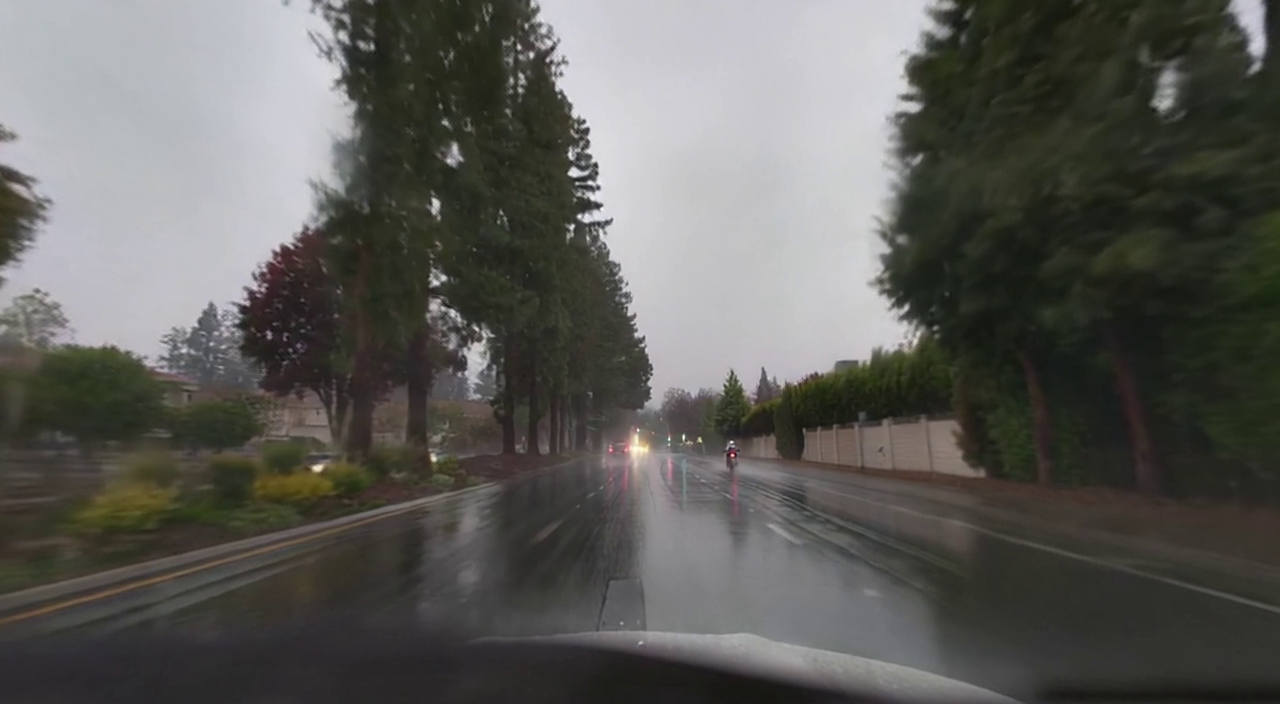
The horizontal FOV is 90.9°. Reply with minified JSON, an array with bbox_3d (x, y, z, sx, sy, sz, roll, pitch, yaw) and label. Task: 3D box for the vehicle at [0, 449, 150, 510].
[{"bbox_3d":[-16.912,3.543,18.031,1.963,1.480,4.659,0,-8,1],"label":"vehicle"}]
